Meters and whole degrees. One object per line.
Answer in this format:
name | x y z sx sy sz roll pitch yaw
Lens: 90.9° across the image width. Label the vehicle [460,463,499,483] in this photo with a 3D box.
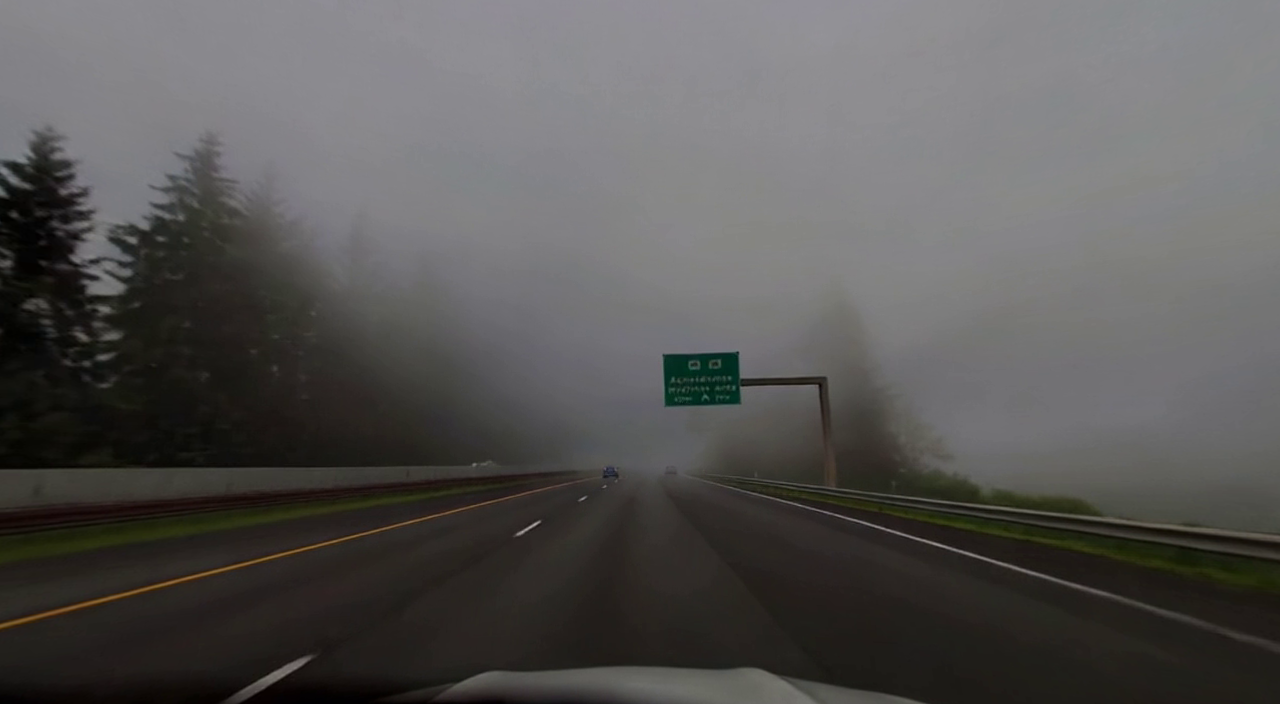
vehicle | -12.667 9.581 49.933 1.858 1.466 4.258 1 -11 1
